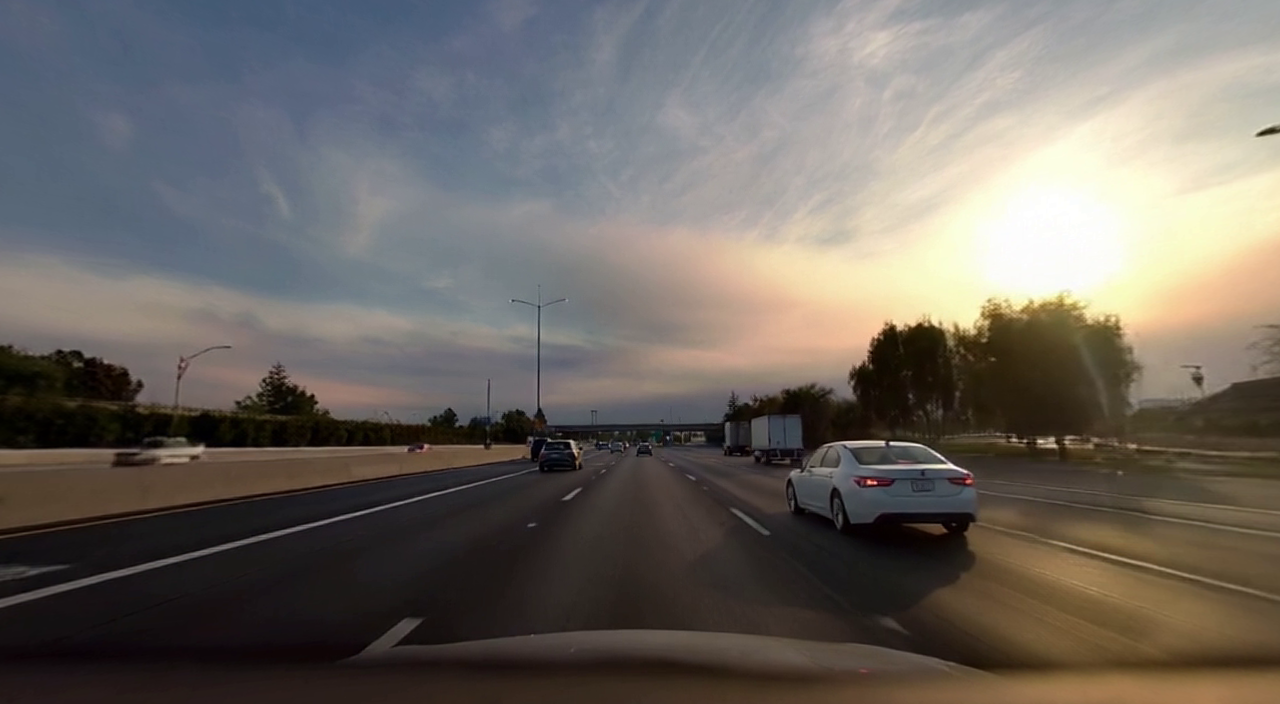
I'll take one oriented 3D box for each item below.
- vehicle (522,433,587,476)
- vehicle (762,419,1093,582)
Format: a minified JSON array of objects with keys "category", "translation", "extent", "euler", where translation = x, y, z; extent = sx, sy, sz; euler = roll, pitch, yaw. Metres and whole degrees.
[{"category":"vehicle","translation":[-3.704,4.542,28.199],"extent":[2.193,1.746,4.512],"euler":[0,-8,1]},{"category":"vehicle","translation":[3.248,1.796,8.593],"extent":[2.107,1.550,4.949],"euler":[0,-8,-1]}]
